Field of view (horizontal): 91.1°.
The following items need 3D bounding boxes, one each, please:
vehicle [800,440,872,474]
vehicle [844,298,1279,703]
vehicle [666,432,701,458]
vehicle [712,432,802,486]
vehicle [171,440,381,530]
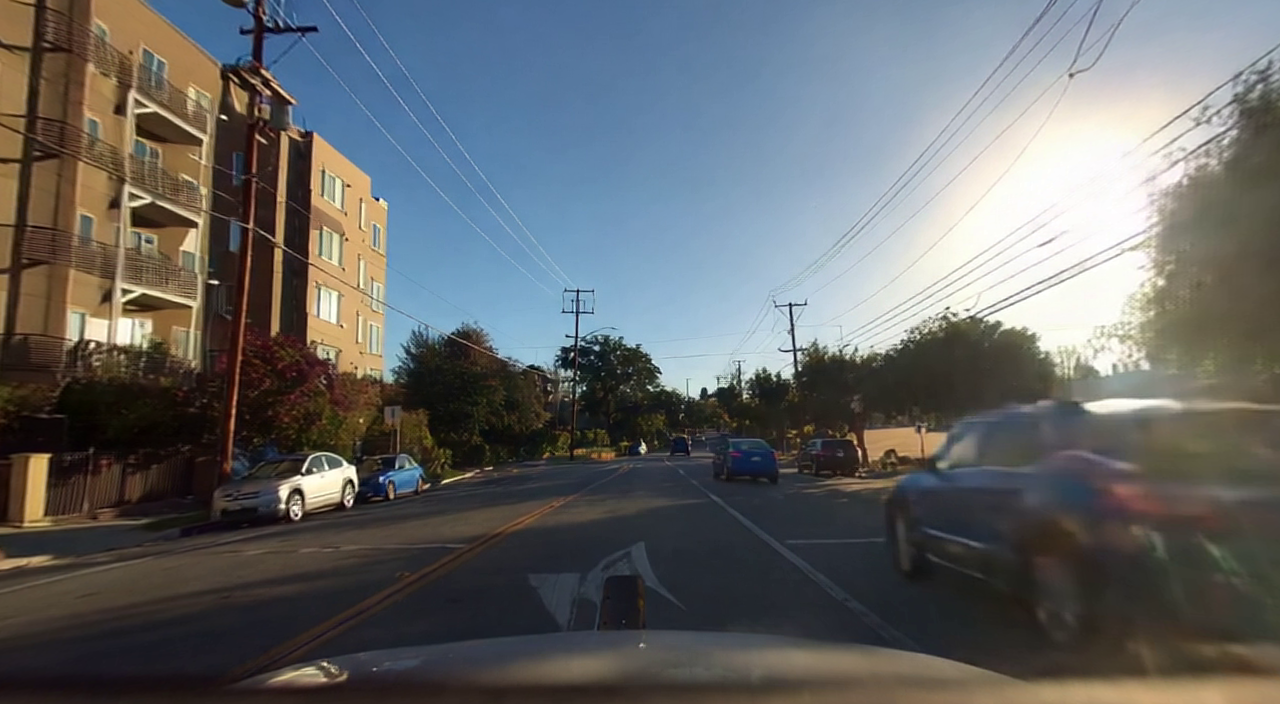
[{"bbox_3d":[9.278,5.005,30.122,1.935,1.478,4.711,0,-8,0],"label":"vehicle"},{"bbox_3d":[3.581,1.051,4.766,2.368,1.840,4.896,0,-8,0],"label":"vehicle"},{"bbox_3d":[3.111,6.783,45.653,2.046,1.784,4.687,0,-8,-1],"label":"vehicle"},{"bbox_3d":[3.669,3.453,20.575,2.028,1.552,4.370,0,-8,-1],"label":"vehicle"},{"bbox_3d":[-8.564,3.112,15.447,2.381,1.825,4.652,0,-8,-1],"label":"vehicle"}]
